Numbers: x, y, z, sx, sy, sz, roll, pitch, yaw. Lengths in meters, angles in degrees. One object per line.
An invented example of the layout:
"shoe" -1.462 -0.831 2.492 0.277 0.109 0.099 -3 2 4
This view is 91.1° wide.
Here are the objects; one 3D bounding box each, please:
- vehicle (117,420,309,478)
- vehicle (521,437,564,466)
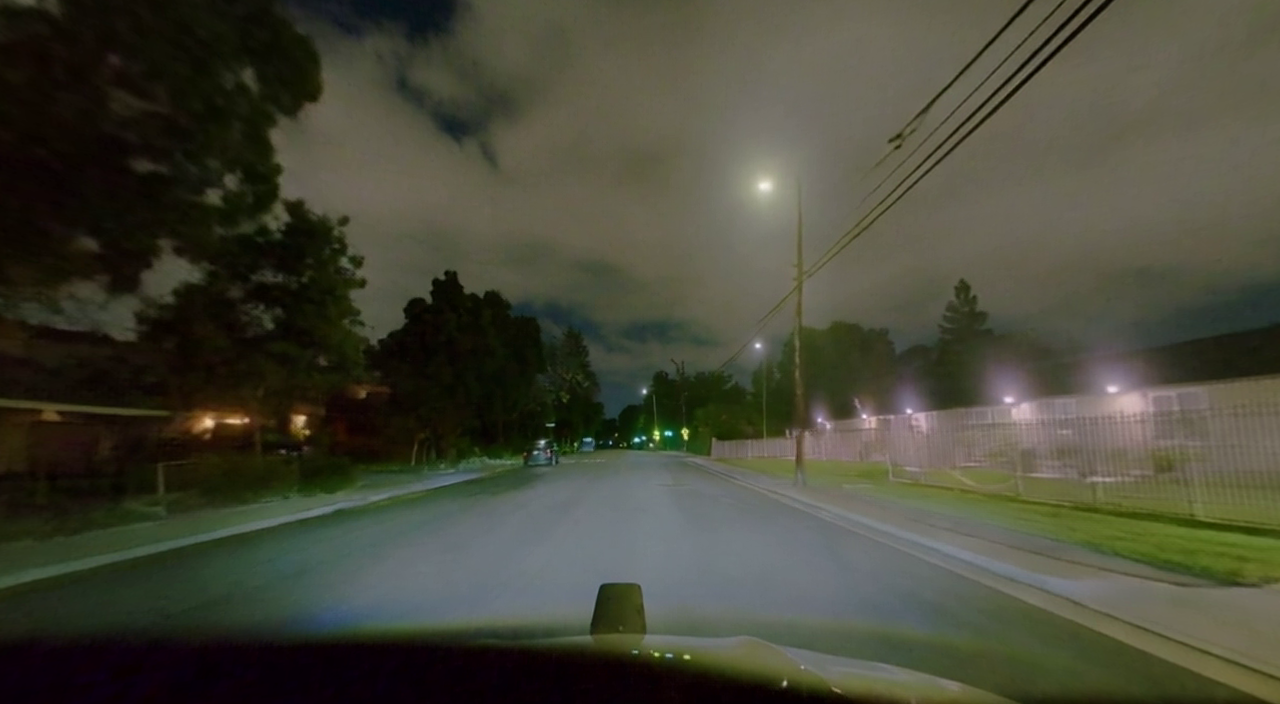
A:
"vehicle" -14.478 3.333 21.585 4.928 1.844 2.163 1 -8 -3
"vehicle" -6.133 6.308 39.947 1.998 1.742 4.210 0 -8 1
